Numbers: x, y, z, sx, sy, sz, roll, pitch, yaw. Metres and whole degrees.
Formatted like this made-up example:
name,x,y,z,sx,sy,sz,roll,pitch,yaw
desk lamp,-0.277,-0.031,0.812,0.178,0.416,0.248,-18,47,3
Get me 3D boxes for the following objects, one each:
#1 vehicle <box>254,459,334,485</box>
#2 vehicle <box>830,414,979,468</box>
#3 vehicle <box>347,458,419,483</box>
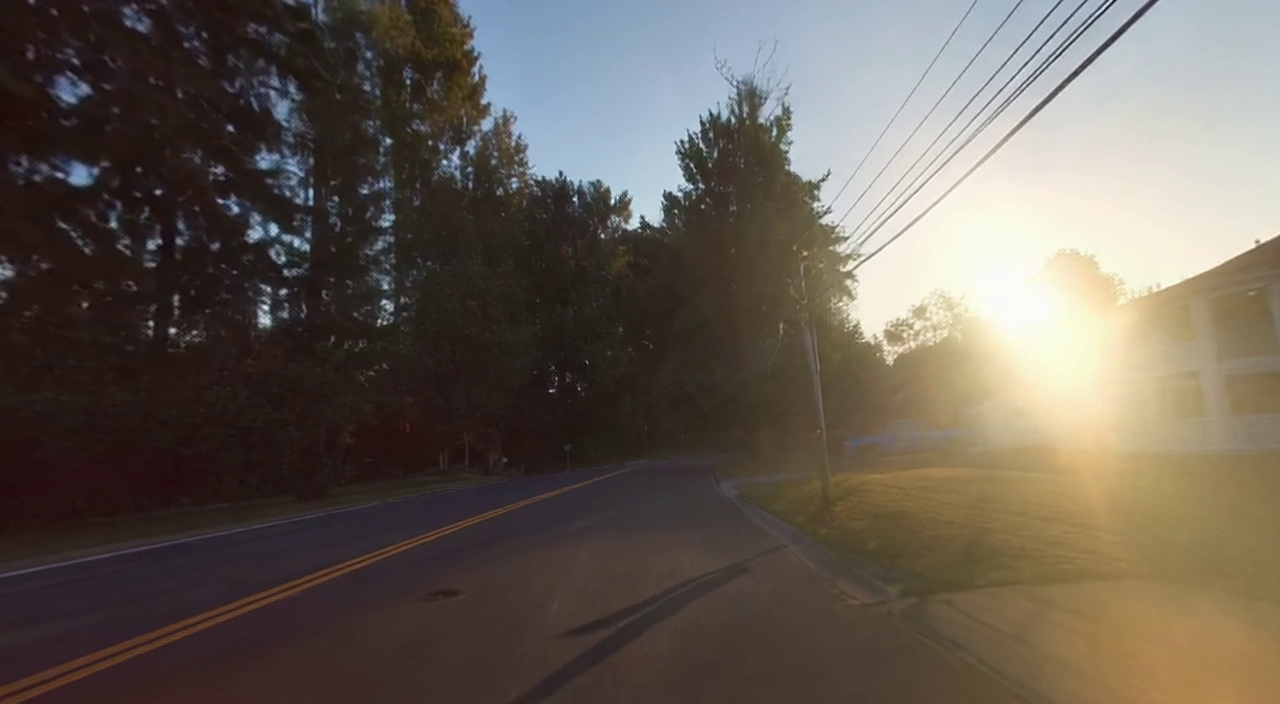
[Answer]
name,x,y,z,sx,sy,sz,roll,pitch,yaw
vehicle,-24.822,8.646,45.293,4.751,1.489,2.052,-5,-9,8
vehicle,11.824,4.095,28.630,5.704,1.788,2.095,-7,-11,9
vehicle,-18.052,8.341,44.367,4.270,1.481,1.972,-4,-9,10
